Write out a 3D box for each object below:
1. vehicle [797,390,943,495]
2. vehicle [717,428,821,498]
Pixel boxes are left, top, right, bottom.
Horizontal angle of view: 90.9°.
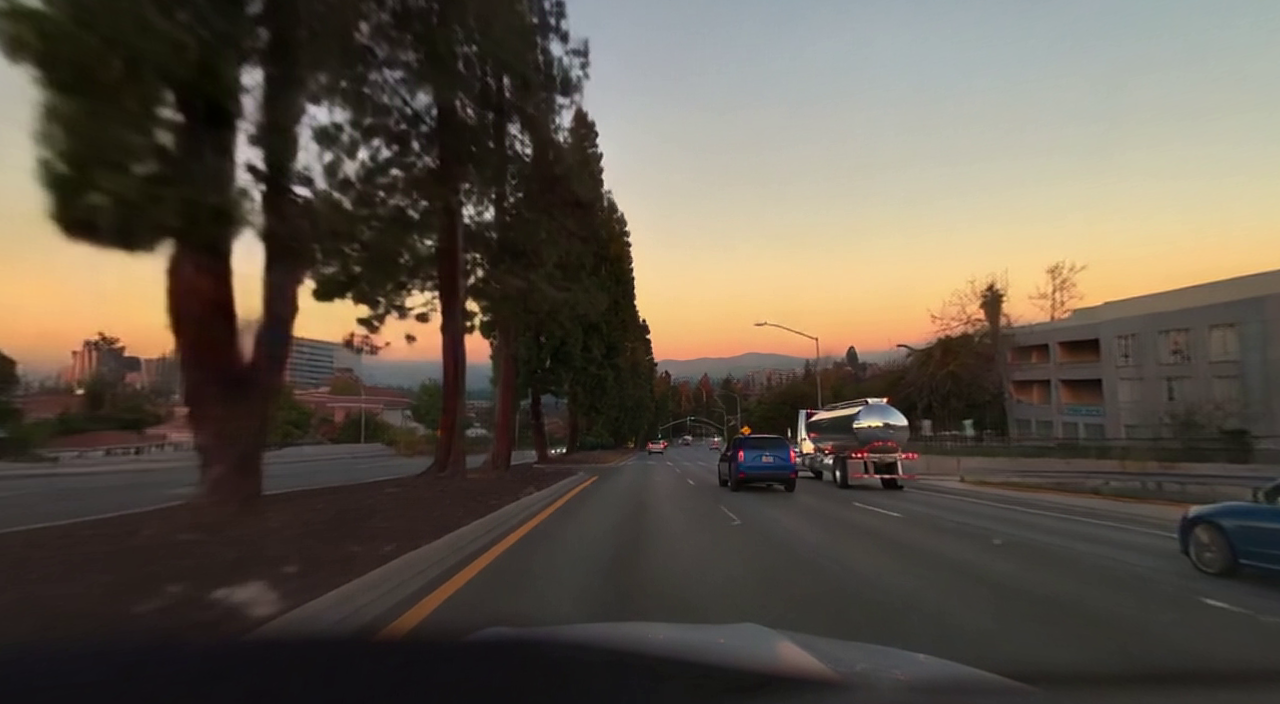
[{"bbox_3d":[7.898,3.249,22.671,2.849,3.207,6.275,0,-8,0],"label":"vehicle"},{"bbox_3d":[3.514,3.121,18.113,2.045,1.729,4.532,0,-8,0],"label":"vehicle"}]
